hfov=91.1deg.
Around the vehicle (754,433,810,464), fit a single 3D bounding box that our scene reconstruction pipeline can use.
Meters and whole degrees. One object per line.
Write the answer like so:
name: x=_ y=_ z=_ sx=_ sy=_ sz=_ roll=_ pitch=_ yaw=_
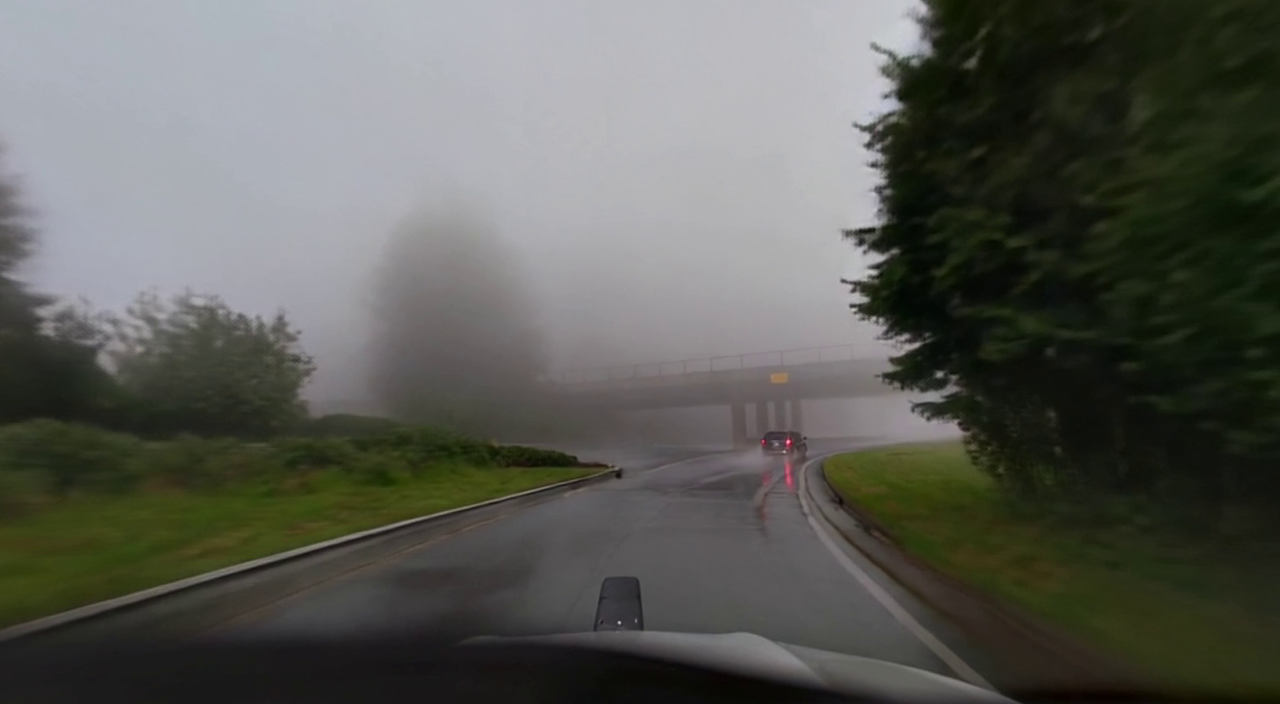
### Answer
vehicle: x=7.347 y=4.978 z=32.366 sx=1.980 sy=1.449 sz=3.650 roll=-5 pitch=-10 yaw=25
